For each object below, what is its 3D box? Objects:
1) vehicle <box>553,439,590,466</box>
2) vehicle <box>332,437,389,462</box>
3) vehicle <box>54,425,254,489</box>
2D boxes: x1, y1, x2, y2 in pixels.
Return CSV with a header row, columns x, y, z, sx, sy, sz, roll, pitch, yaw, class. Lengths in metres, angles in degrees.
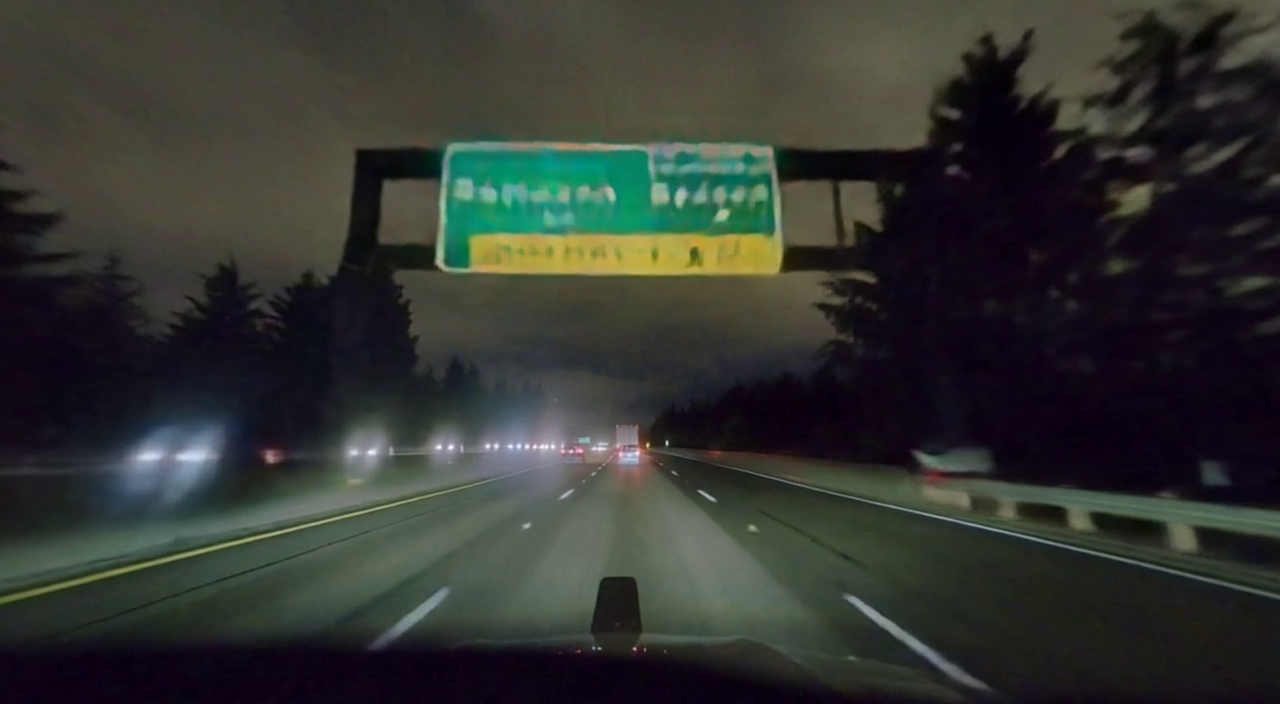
x,y,z,sx,sy,sz,roll,pitch,yaw,class
-4.445,6.588,41.207,2.098,1.692,4.038,0,-9,-1,vehicle
-17.588,6.183,39.605,1.857,1.478,3.924,0,-9,-1,vehicle
-12.597,2.772,16.721,1.831,1.460,4.414,0,-9,-1,vehicle
